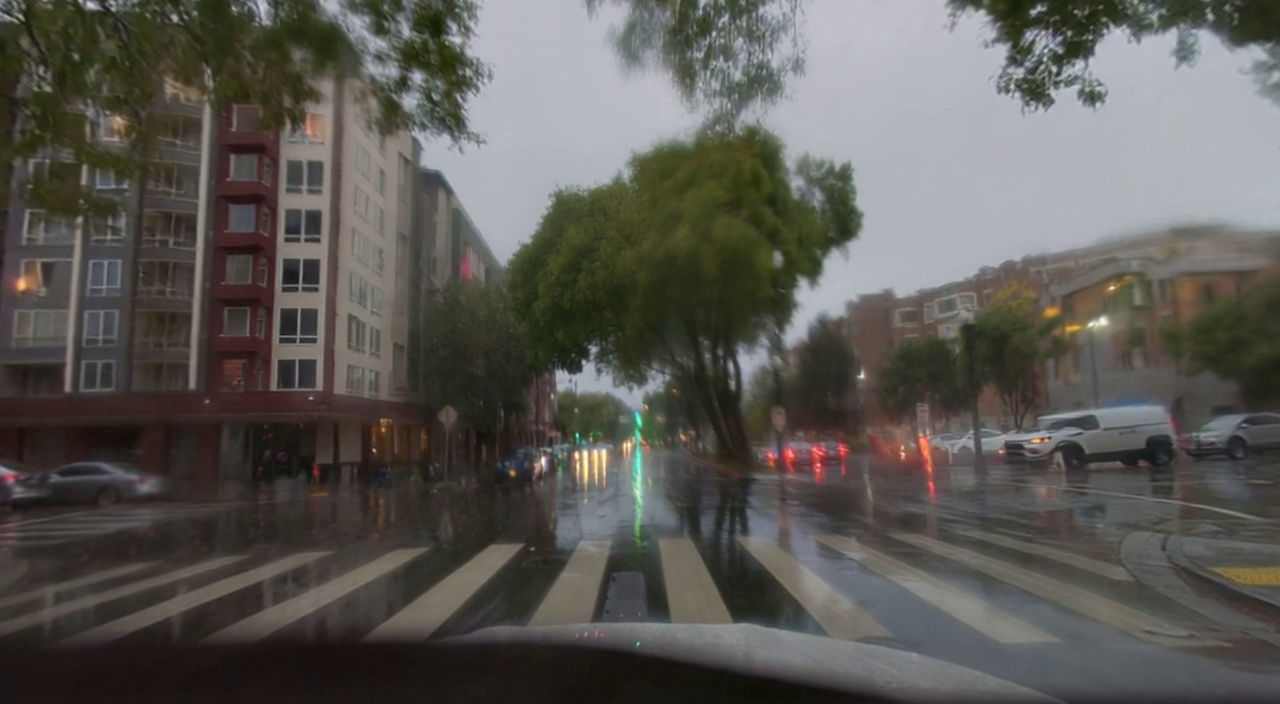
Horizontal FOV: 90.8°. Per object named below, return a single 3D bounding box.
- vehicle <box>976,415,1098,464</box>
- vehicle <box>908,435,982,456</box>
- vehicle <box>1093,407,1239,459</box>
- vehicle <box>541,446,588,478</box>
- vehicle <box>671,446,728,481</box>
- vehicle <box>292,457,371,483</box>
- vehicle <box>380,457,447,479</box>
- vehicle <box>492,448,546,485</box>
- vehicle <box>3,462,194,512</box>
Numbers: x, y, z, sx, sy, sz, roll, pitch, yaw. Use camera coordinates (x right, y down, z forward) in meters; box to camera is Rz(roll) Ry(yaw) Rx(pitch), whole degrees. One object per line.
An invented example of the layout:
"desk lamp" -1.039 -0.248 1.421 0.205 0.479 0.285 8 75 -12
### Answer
"vehicle" 16.744 3.786 26.997 2.041 1.921 4.574 0 -9 -2
"vehicle" 23.016 7.080 47.772 4.528 1.475 2.070 0 -8 3
"vehicle" 22.306 3.528 27.144 2.137 1.962 4.988 -1 -8 3
"vehicle" -4.429 6.542 37.712 2.102 1.768 4.290 -1 -10 3
"vehicle" 3.231 5.859 33.503 1.942 1.603 3.785 0 -8 22
"vehicle" -23.167 8.886 47.493 4.844 1.836 2.117 -1 -8 4
"vehicle" -16.942 8.660 47.378 4.203 1.544 1.889 0 -8 1
"vehicle" -7.615 7.246 40.252 2.193 1.814 5.061 -9 -8 0
"vehicle" -17.315 4.315 20.373 4.439 1.448 1.793 0 -9 0
